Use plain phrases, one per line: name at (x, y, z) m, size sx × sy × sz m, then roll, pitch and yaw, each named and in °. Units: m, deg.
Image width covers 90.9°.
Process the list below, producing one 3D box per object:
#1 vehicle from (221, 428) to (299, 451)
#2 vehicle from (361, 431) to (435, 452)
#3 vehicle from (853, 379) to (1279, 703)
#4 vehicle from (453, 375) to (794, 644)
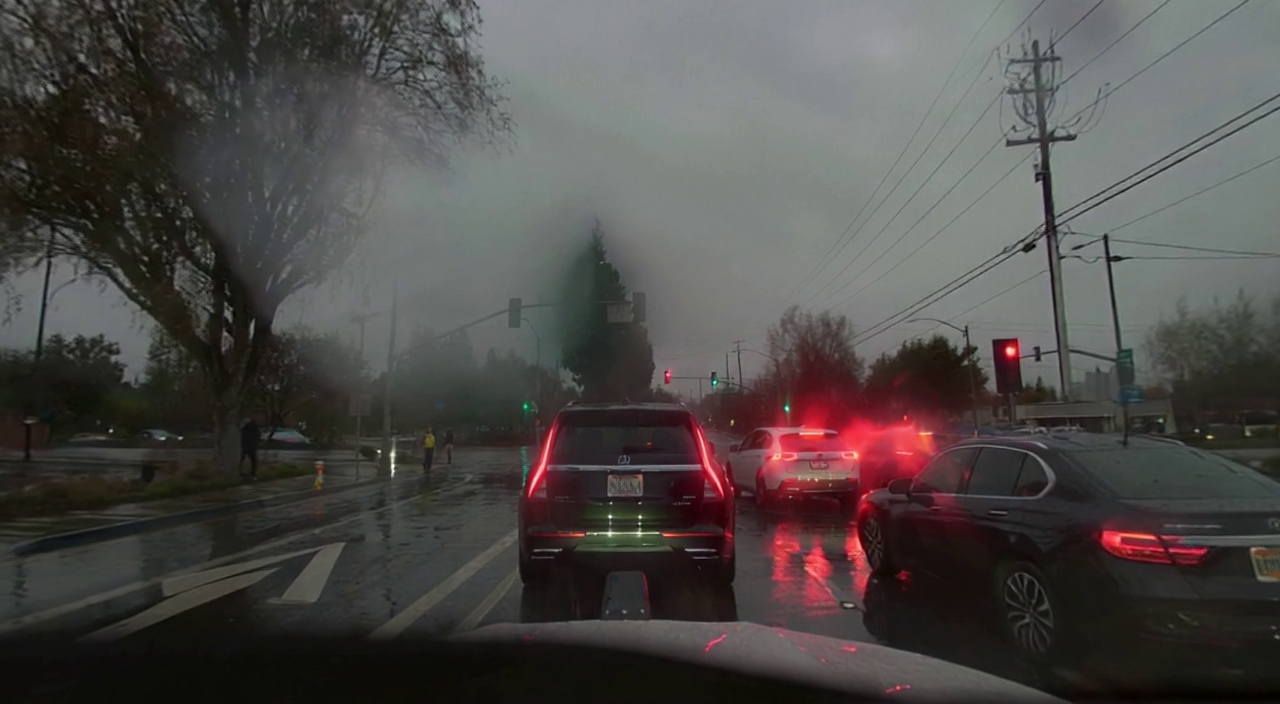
vehicle at (-28.375, 6.533, 47.193) m, size 4.587 × 1.639 × 1.878 m, roll 0°, pitch -8°, yaw 0°
vehicle at (-17.755, 6.557, 46.353) m, size 4.607 × 1.478 × 1.995 m, roll 0°, pitch -8°, yaw 0°
vehicle at (3.550, 1.297, 5.455) m, size 1.948 × 1.677 × 4.437 m, roll 0°, pitch -8°, yaw 1°
vehicle at (-0.154, 1.373, 6.531) m, size 2.271 × 1.786 × 4.443 m, roll 0°, pitch -8°, yaw -1°
